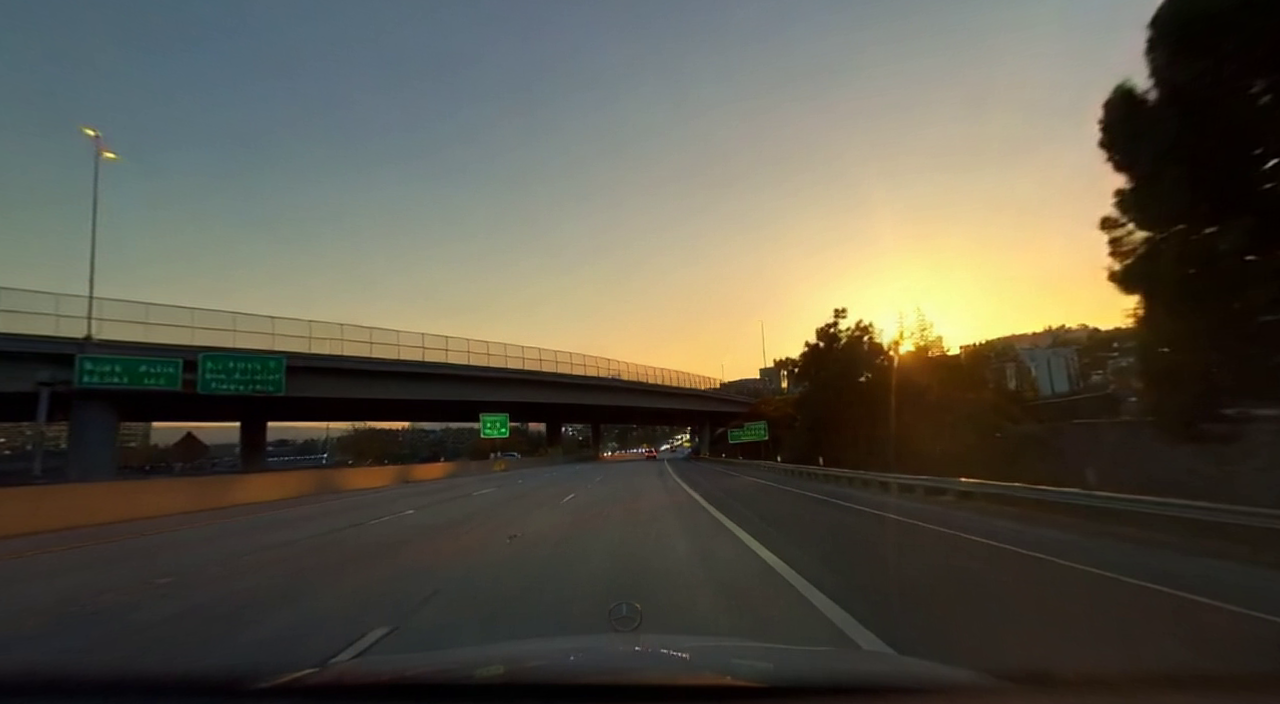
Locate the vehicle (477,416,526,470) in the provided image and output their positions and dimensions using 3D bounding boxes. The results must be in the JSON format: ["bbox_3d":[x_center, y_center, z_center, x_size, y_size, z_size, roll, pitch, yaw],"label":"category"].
[{"bbox_3d":[-10.572,7.020,48.538,2.818,3.939,3.780,-1,-9,1],"label":"vehicle"}]
